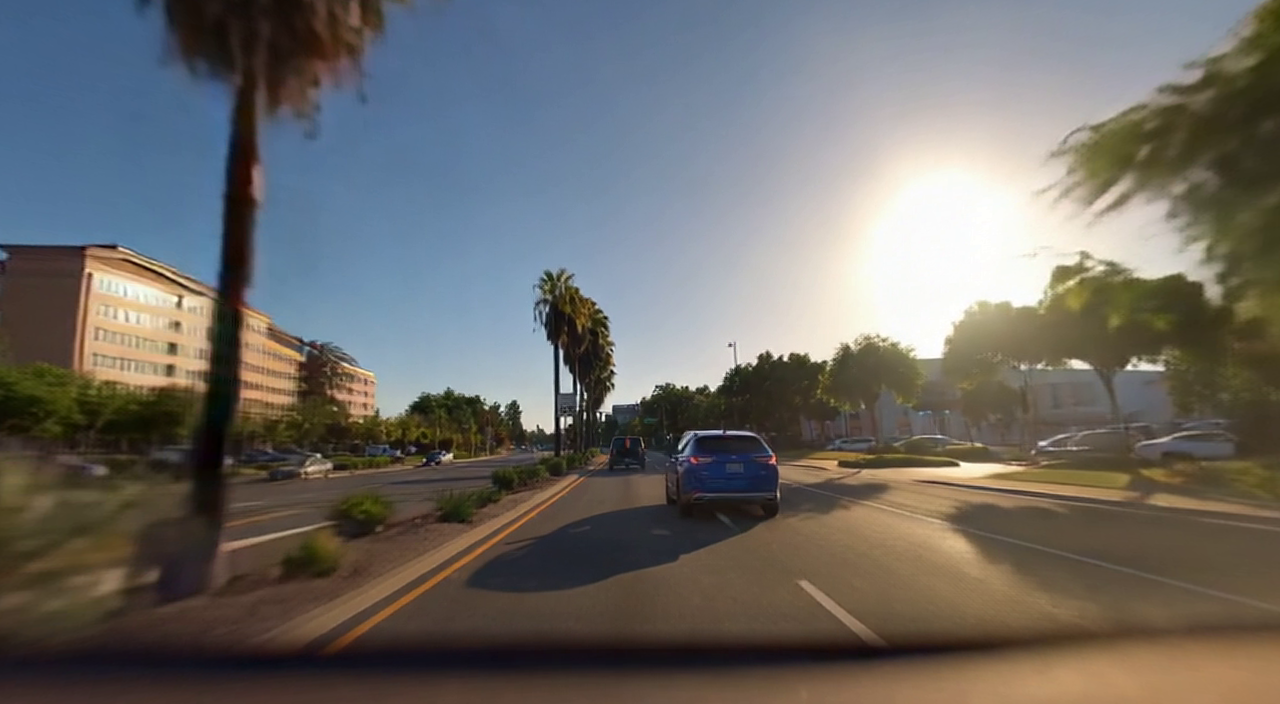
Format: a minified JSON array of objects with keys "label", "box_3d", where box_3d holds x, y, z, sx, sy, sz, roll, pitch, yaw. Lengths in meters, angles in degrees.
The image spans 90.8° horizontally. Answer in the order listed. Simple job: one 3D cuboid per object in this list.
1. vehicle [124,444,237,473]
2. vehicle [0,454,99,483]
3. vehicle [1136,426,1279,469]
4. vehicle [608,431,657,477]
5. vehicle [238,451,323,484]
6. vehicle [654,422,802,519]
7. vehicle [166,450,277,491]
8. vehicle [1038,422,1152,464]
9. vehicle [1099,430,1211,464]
[{"label":"vehicle","box_3d":[-31.597,7.333,43.618,5.741,1.939,2.483,0,-8,-2]},{"label":"vehicle","box_3d":[-32.031,6.125,33.393,4.903,1.451,2.031,0,-8,-2]},{"label":"vehicle","box_3d":[26.481,4.564,29.783,2.023,1.704,4.841,-4,-10,-3]},{"label":"vehicle","box_3d":[-0.323,4.446,27.782,1.981,1.854,3.983,0,-8,0]},{"label":"vehicle","box_3d":[-19.861,6.371,35.196,1.929,1.646,4.716,0,-8,0]},{"label":"vehicle","box_3d":[1.612,2.410,13.396,2.239,1.693,4.301,0,-8,-4]},{"label":"vehicle","box_3d":[-19.731,5.580,30.092,2.029,1.723,4.639,0,-8,1]},{"label":"vehicle","box_3d":[21.212,4.287,29.742,1.894,1.784,4.571,0,-8,0]},{"label":"vehicle","box_3d":[23.997,4.449,29.641,2.004,1.519,3.714,0,-8,-2]}]
